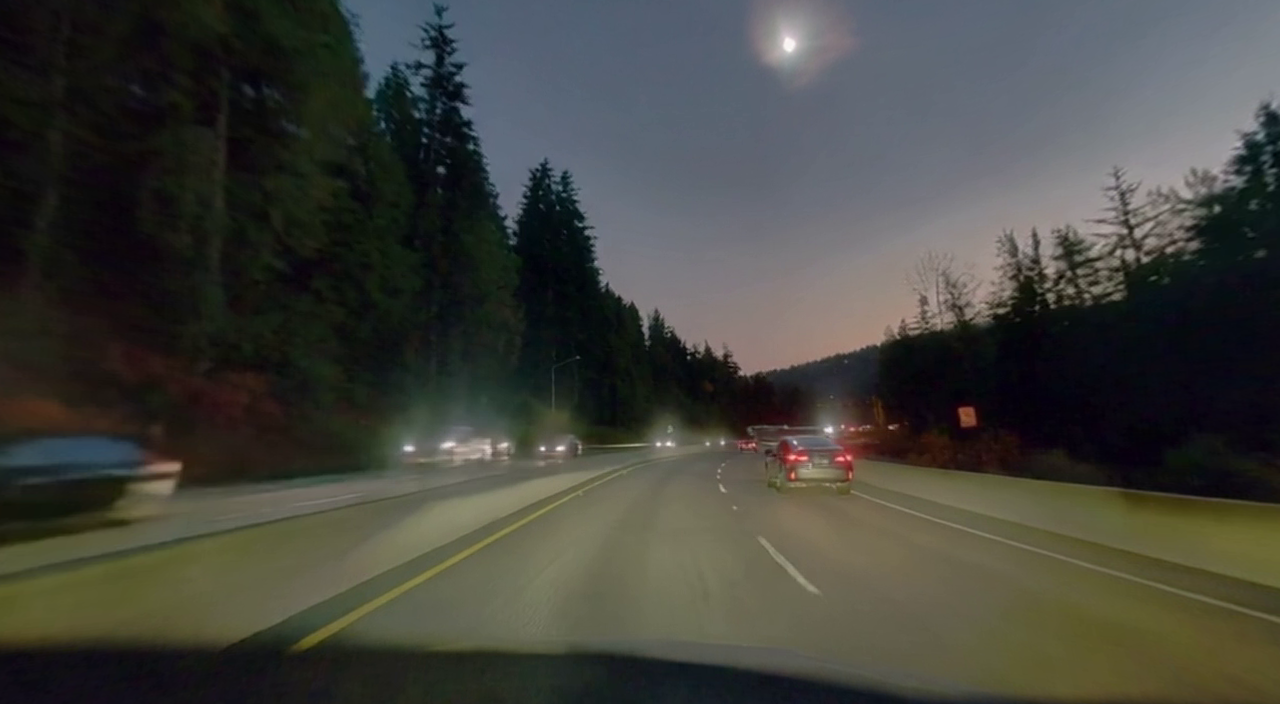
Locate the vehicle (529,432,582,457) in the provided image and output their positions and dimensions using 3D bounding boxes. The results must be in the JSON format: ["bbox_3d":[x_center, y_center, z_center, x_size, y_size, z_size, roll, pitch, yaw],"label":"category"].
[{"bbox_3d":[-5.227,5.793,39.494,1.931,1.492,4.374,-2,-8,11],"label":"vehicle"}]

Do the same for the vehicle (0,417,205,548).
[{"bbox_3d":[-8.298,1.664,8.344,1.814,1.508,4.342,-1,-8,3],"label":"vehicle"}]

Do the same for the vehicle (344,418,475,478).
[{"bbox_3d":[-7.552,3.226,21.293,2.222,1.768,4.699,-1,-8,6],"label":"vehicle"}]

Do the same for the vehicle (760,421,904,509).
[{"bbox_3d":[4.164,2.520,14.525,2.112,1.708,4.380,-1,-8,3],"label":"vehicle"}]
